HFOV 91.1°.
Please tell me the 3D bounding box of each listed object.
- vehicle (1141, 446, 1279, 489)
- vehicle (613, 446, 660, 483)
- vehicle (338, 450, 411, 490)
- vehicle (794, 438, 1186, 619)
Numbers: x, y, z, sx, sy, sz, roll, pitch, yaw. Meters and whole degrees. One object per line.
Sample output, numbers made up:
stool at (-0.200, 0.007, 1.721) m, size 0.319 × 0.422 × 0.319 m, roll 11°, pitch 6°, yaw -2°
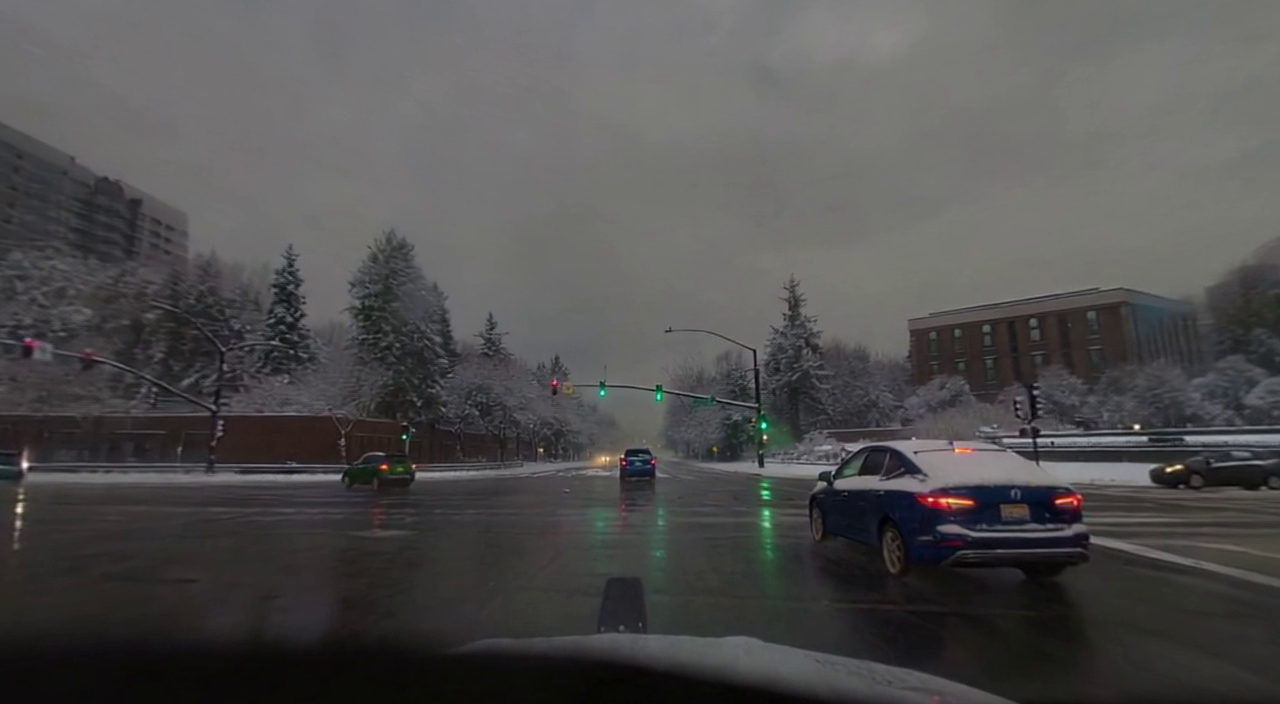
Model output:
vehicle at (23.452, 4.584, 25.149) m, size 4.705 × 1.631 × 2.053 m, roll -2°, pitch -9°, yaw 16°
vehicle at (-0.166, 5.471, 30.853) m, size 2.108 × 1.654 × 4.235 m, roll 0°, pitch -8°, yaw 0°
vehicle at (-12.080, 5.275, 28.438) m, size 1.987 × 1.633 × 4.005 m, roll 7°, pitch -11°, yaw -37°
vehicle at (3.452, 1.798, 7.496) m, size 2.056 × 1.468 × 4.520 m, roll 0°, pitch -8°, yaw 0°
